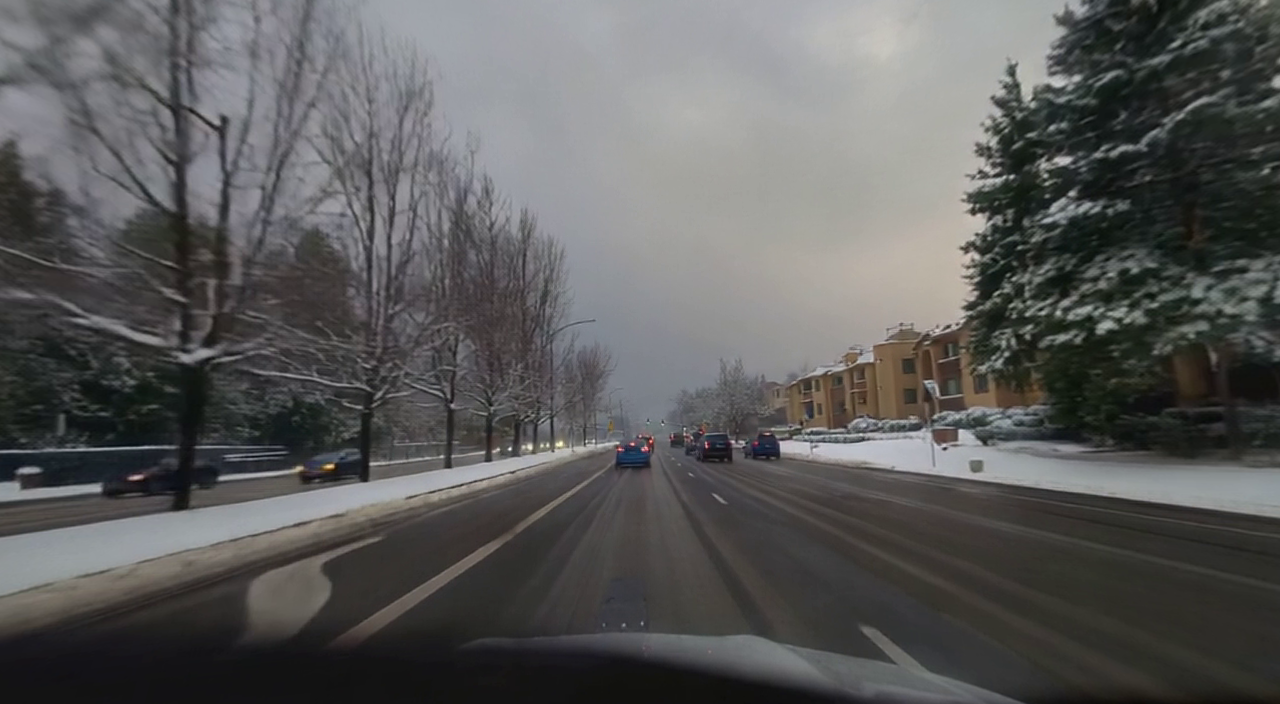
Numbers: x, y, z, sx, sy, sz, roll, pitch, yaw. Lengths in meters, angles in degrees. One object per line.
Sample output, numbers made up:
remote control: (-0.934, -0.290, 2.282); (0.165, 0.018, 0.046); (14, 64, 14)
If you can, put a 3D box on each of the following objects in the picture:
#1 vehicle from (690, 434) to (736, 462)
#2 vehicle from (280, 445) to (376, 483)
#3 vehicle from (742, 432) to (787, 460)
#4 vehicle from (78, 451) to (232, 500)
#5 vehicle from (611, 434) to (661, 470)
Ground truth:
vehicle: (4.112, 5.486, 36.119); (2.067, 1.514, 4.188); (0, -8, 0)
vehicle: (-13.533, 4.865, 27.669); (1.834, 1.459, 4.406); (-1, -8, 2)
vehicle: (7.916, 6.015, 40.387); (1.972, 1.700, 4.269); (0, -8, 0)
vehicle: (-17.184, 4.365, 22.690); (1.923, 1.469, 4.537); (0, -8, 1)
vehicle: (-0.147, 4.519, 28.677); (2.102, 1.481, 3.907); (0, -8, 1)
